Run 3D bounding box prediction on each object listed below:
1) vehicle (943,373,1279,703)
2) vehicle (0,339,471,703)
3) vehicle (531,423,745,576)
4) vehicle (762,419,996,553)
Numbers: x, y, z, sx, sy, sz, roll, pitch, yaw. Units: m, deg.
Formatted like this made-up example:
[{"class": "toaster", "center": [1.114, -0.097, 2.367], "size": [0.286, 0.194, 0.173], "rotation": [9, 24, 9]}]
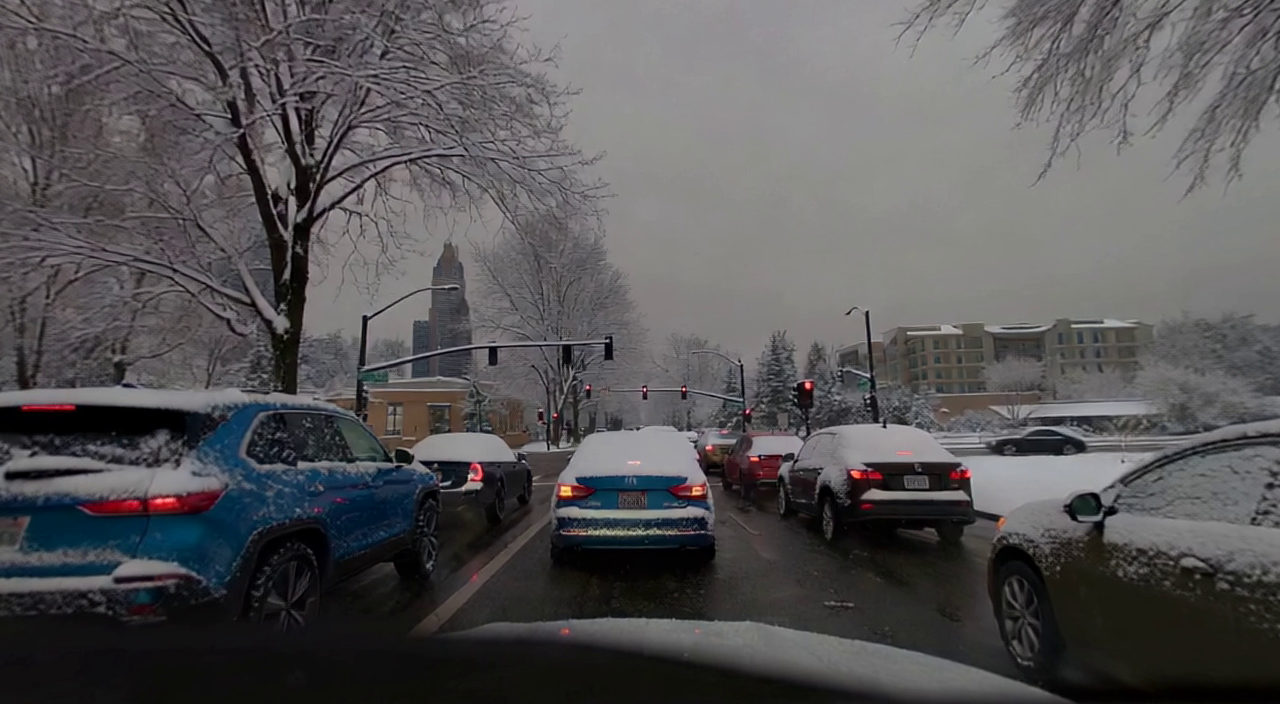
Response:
[{"class": "vehicle", "center": [3.320, 0.958, 2.895], "size": [1.899, 1.588, 3.888], "rotation": [0, -8, 0]}, {"class": "vehicle", "center": [-3.140, 1.157, 5.116], "size": [2.168, 1.750, 4.625], "rotation": [-1, -8, 1]}, {"class": "vehicle", "center": [-0.029, 1.785, 8.387], "size": [2.147, 1.507, 3.953], "rotation": [0, -8, 0]}, {"class": "vehicle", "center": [3.400, 1.998, 10.084], "size": [2.040, 1.647, 4.379], "rotation": [0, -8, 1]}]
